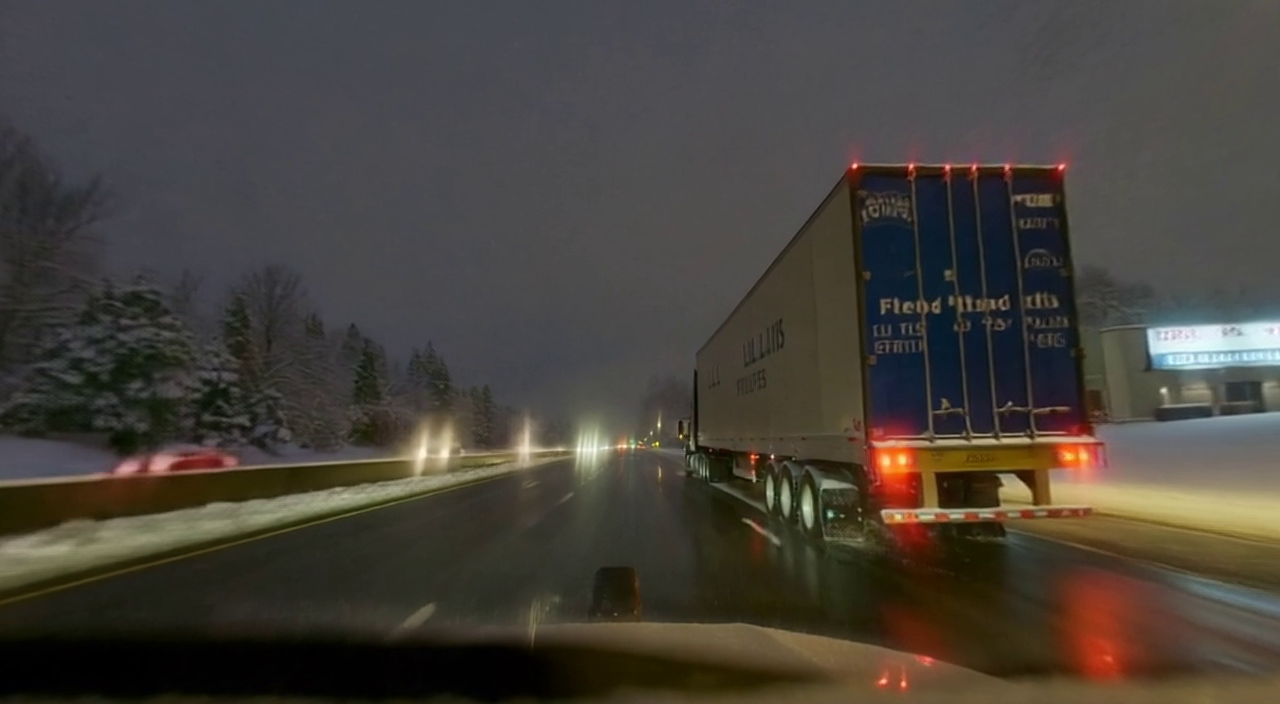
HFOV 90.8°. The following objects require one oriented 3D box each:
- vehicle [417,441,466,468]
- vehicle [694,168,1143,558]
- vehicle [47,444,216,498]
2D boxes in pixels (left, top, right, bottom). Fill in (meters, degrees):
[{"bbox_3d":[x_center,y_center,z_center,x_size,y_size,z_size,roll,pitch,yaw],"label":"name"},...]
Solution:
[{"bbox_3d":[-10.633,5.531,34.105,1.545,1.371,3.313,0,-9,0],"label":"vehicle"},{"bbox_3d":[3.737,1.295,15.549,2.891,4.387,17.121,0,-9,-2],"label":"vehicle"},{"bbox_3d":[-14.848,3.458,18.769,1.825,1.400,3.849,0,-9,0],"label":"vehicle"}]
